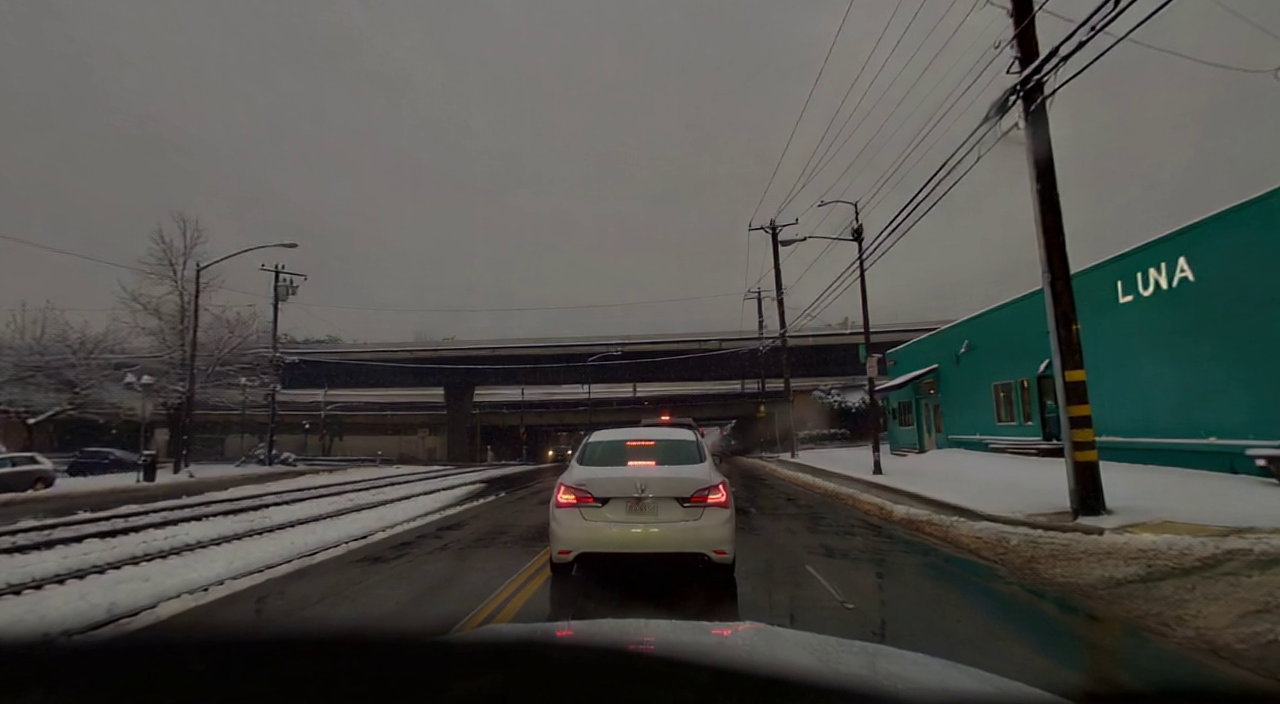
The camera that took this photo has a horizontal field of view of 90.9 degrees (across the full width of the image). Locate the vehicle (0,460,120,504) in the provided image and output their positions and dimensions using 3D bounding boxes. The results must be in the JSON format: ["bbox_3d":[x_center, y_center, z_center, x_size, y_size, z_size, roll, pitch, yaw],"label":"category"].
[{"bbox_3d":[-21.923,4.676,22.850,4.566,1.453,1.935,-1,-9,5],"label":"vehicle"}]

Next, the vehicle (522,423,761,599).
[{"bbox_3d":[0.095,1.706,7.619,2.090,1.518,4.033,-1,-9,3],"label":"vehicle"}]
